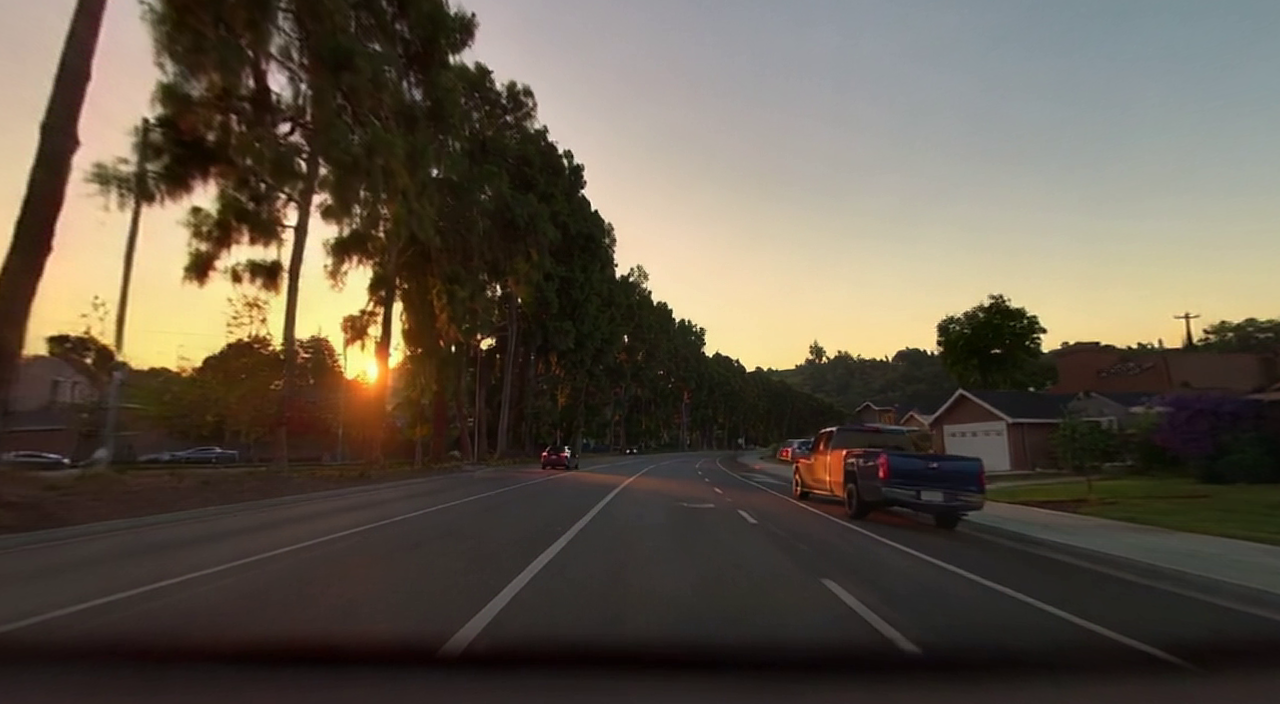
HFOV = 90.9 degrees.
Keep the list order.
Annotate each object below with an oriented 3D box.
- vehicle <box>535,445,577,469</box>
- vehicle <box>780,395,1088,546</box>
[{"bbox_3d":[-5.582,7.008,42.276,2.060,1.473,4.645,0,-9,1],"label":"vehicle"},{"bbox_3d":[4.694,2.090,11.869,2.695,2.013,6.661,0,-9,1],"label":"vehicle"}]
